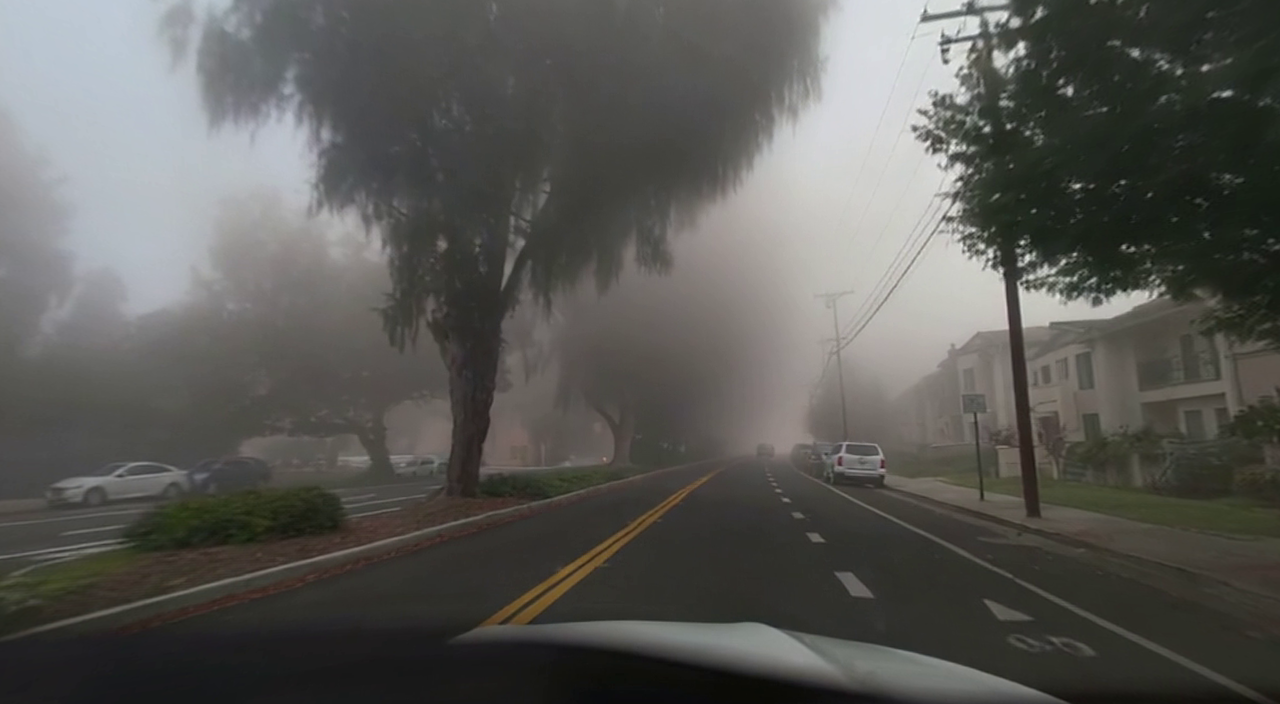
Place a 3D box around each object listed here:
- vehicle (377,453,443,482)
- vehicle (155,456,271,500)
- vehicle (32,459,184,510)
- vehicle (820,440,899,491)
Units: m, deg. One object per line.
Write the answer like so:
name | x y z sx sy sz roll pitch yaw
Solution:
vehicle | -16.416 8.256 45.366 2.060 1.814 5.097 -2 -9 11
vehicle | -19.597 5.750 29.186 1.886 1.777 4.273 -2 -9 10
vehicle | -20.316 5.031 24.336 1.809 1.677 4.253 -1 -8 7
vehicle | 7.843 4.053 22.876 2.011 1.649 4.001 -2 -9 10
